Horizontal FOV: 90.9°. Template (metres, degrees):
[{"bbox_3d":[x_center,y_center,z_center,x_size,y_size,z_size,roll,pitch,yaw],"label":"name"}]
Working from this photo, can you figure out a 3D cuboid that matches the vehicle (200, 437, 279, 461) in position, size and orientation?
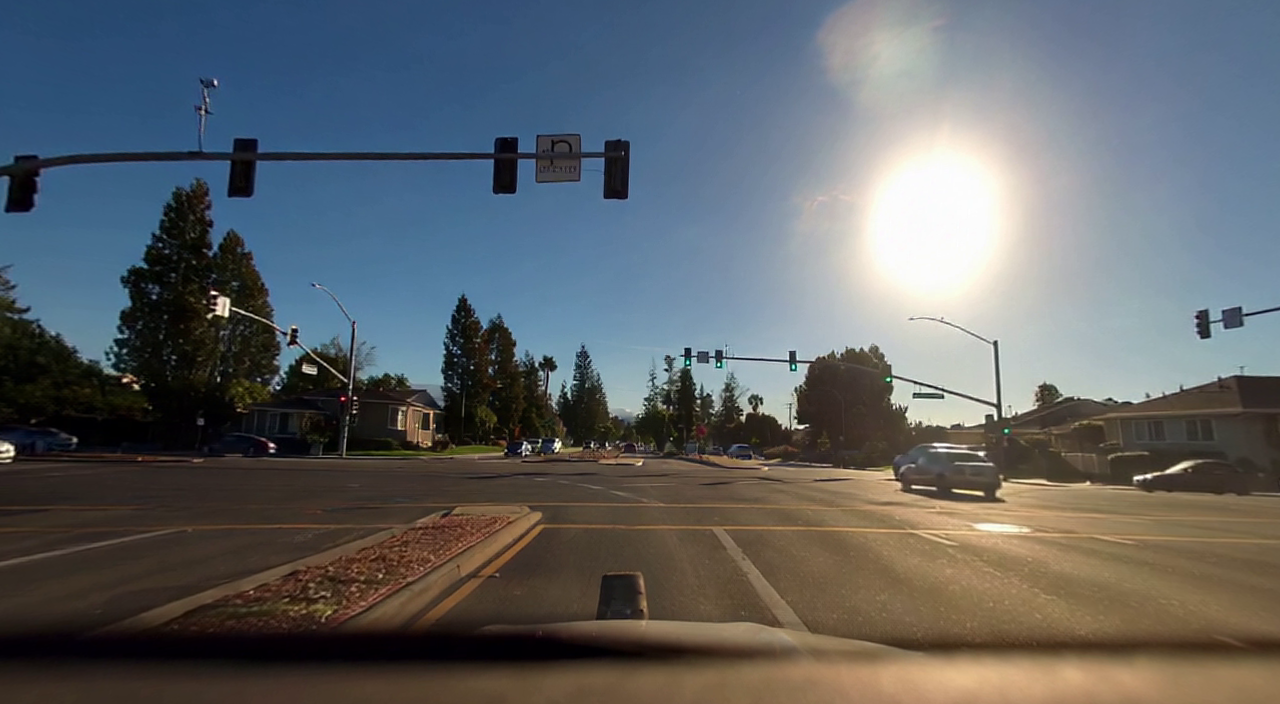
[{"bbox_3d":[-27.436,6.638,43.257,1.917,1.543,4.027,-6,-11,36],"label":"vehicle"}]

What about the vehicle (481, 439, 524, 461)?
[{"bbox_3d":[-10.073,7.217,46.508,2.039,1.519,4.356,-1,-8,2],"label":"vehicle"}]

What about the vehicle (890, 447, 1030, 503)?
[{"bbox_3d":[9.757,3.752,19.767,1.947,1.481,4.745,0,-8,1],"label":"vehicle"}]

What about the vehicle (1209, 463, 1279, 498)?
[{"bbox_3d":[28.801,5.791,28.575,4.082,1.465,2.004,0,-8,-2],"label":"vehicle"}]

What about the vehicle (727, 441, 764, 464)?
[{"bbox_3d":[7.596,7.296,45.703,1.962,1.568,4.430,0,-8,1],"label":"vehicle"}]

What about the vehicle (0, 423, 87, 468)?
[{"bbox_3d":[-27.017,3.968,26.791,4.911,1.801,2.129,0,-8,0],"label":"vehicle"}]
